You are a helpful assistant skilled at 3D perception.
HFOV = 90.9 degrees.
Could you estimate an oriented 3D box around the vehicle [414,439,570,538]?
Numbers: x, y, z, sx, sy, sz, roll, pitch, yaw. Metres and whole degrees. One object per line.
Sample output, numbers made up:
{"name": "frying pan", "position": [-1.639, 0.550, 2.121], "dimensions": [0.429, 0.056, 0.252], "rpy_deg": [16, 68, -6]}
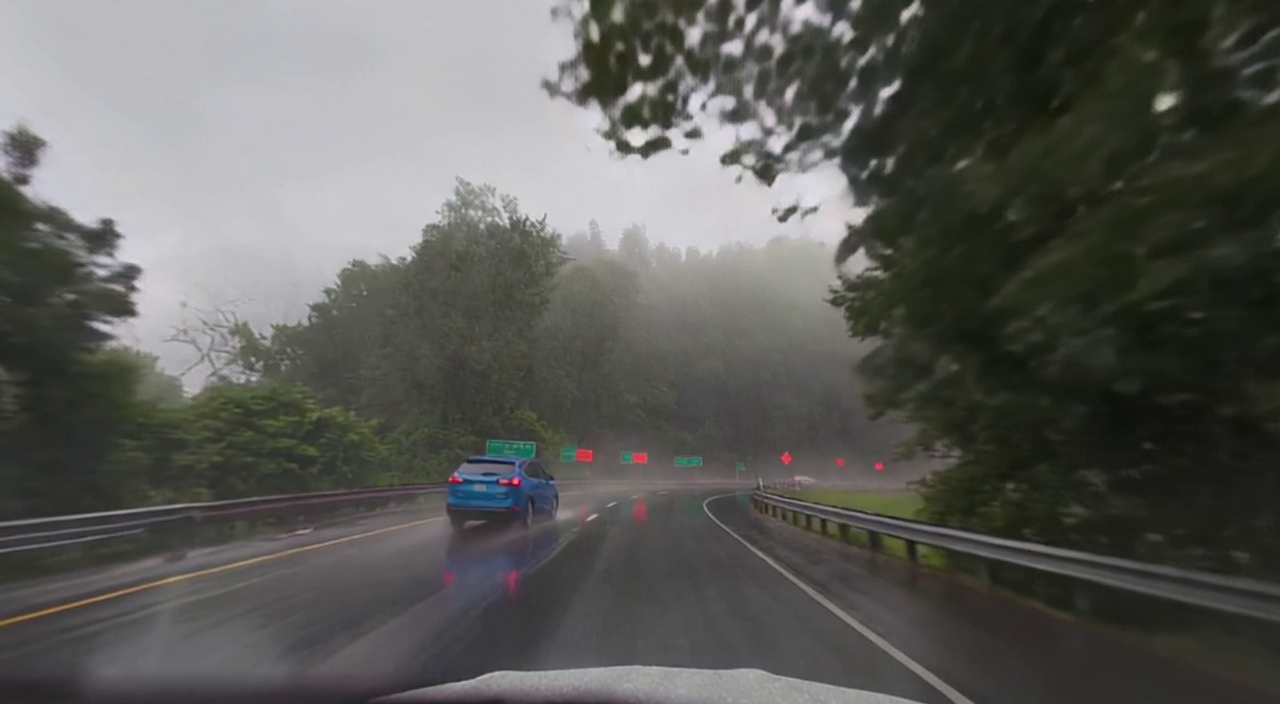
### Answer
{"name": "vehicle", "position": [-2.851, 2.814, 13.334], "dimensions": [1.997, 1.692, 4.422], "rpy_deg": [0, -11, 3]}
